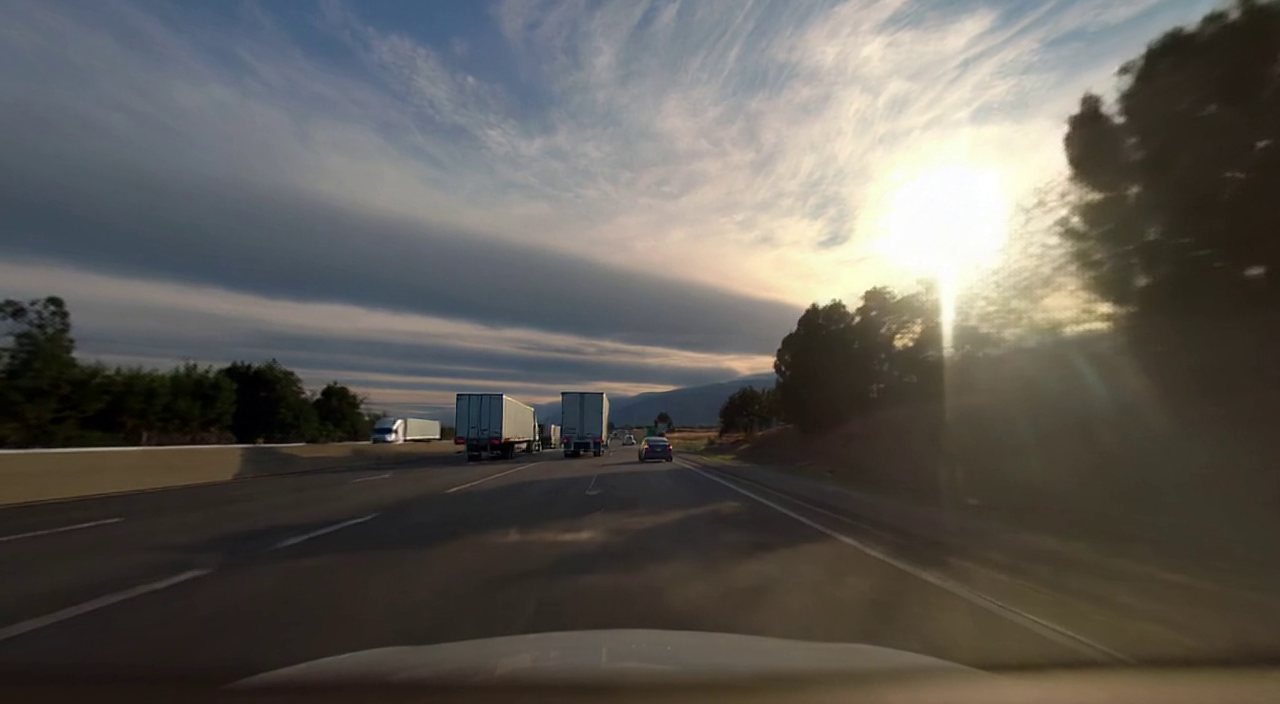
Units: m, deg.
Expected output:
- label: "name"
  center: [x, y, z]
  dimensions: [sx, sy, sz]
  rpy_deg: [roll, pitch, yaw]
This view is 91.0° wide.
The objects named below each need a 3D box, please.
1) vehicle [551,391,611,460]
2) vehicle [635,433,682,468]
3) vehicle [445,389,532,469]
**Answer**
- label: "vehicle"
  center: [-3.884, 5.514, 45.725]
  dimensions: [3.475, 4.037, 17.454]
  rpy_deg: [0, -8, -3]
- label: "vehicle"
  center: [0.778, 4.544, 29.203]
  dimensions: [1.891, 1.477, 3.599]
  rpy_deg: [0, -8, -3]
- label: "vehicle"
  center: [-7.120, 3.798, 30.646]
  dimensions: [2.728, 3.405, 7.096]
  rpy_deg: [0, -8, -2]
